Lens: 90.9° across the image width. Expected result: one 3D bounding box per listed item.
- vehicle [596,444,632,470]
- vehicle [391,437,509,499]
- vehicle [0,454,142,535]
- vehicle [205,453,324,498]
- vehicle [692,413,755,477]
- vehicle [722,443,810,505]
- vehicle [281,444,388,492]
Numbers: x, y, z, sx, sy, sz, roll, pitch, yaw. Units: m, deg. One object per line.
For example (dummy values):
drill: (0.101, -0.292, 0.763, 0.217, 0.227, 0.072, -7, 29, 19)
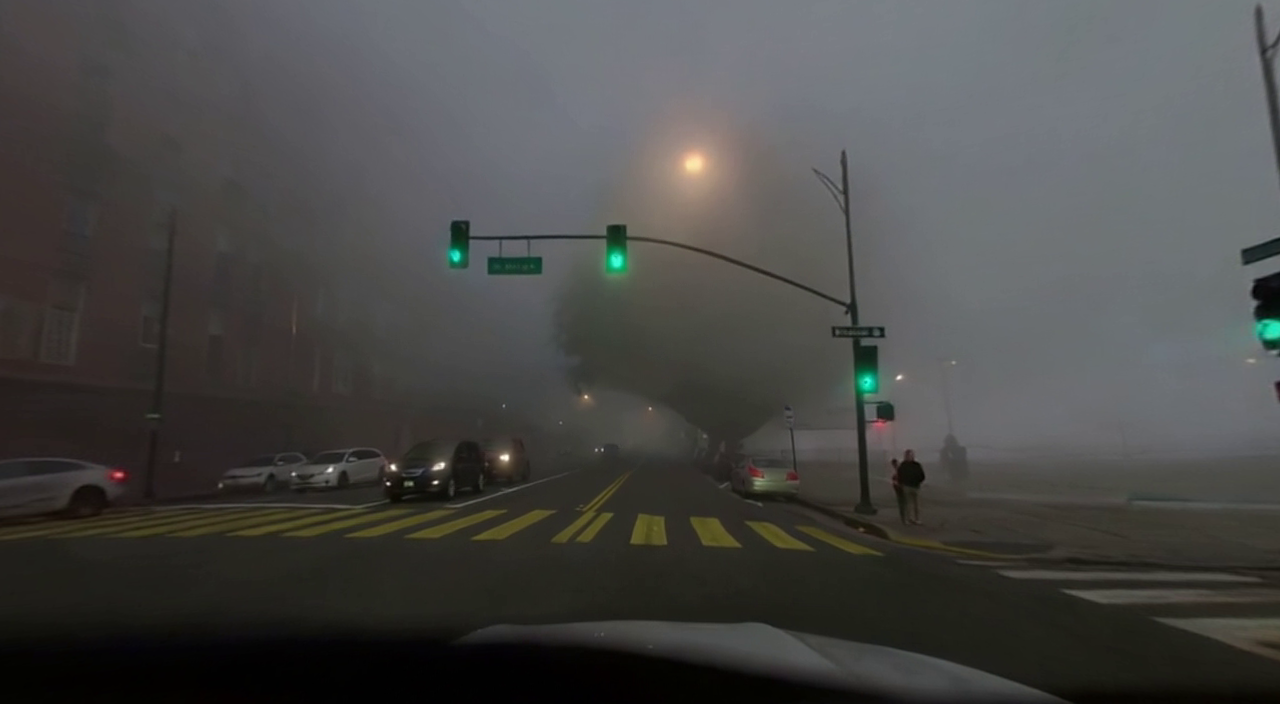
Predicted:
vehicle: (-1.600, 6.605, 39.784, 1.973, 1.496, 3.713, -1, -8, 2)
vehicle: (-5.335, 3.303, 18.370, 1.942, 1.559, 4.298, -1, -8, 2)
vehicle: (-12.742, 2.730, 12.147, 1.934, 1.434, 4.636, -2, -9, 13)
vehicle: (-14.364, 4.708, 24.435, 2.012, 1.476, 4.284, 0, -8, -1)
vehicle: (4.850, 5.636, 38.269, 2.989, 3.455, 7.975, -1, -8, 2)
vehicle: (3.902, 3.821, 20.220, 1.924, 1.765, 3.954, 0, -8, 0)
vehicle: (-11.430, 4.342, 23.916, 1.933, 1.628, 3.973, -1, -8, 2)
